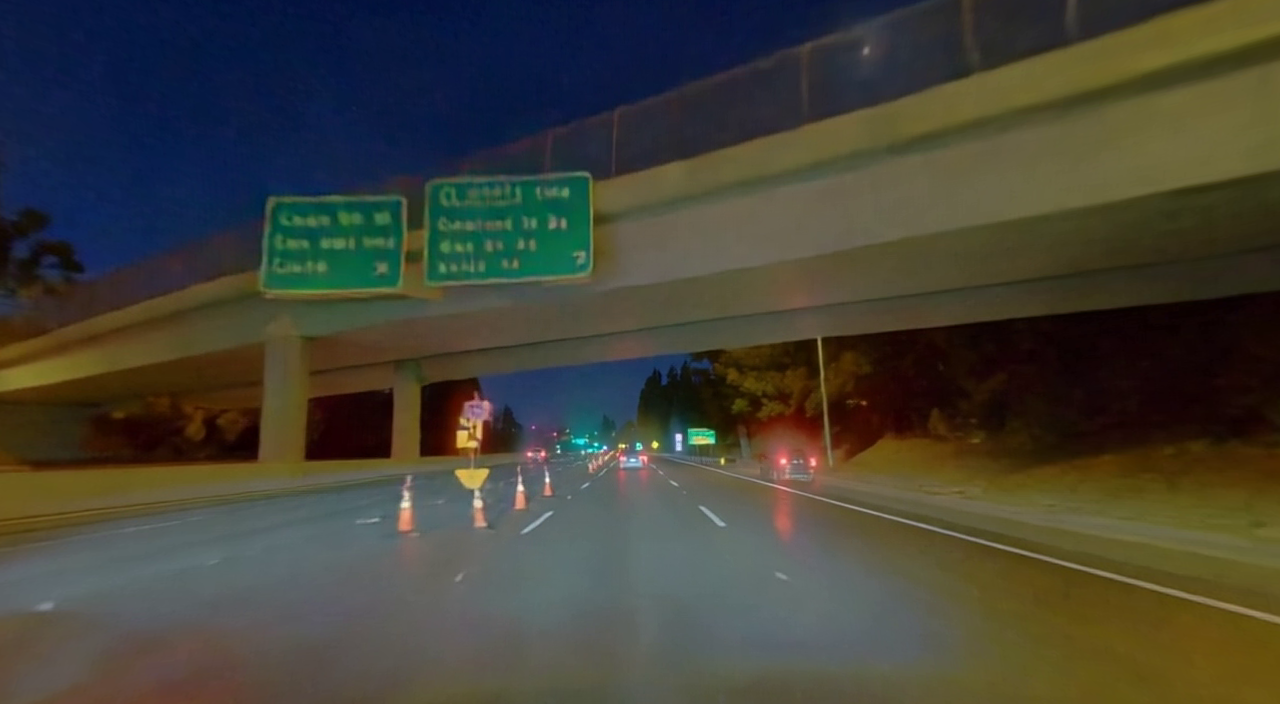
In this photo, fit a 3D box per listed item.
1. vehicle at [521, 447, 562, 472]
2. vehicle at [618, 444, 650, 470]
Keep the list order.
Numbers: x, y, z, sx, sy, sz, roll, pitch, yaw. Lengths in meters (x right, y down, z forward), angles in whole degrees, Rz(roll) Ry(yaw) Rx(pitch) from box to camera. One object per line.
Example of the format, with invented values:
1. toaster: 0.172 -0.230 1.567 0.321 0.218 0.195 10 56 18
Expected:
1. vehicle: -6.286 6.938 40.935 1.997 1.507 4.248 0 -9 0
2. vehicle: -0.422 7.095 42.776 2.109 1.638 3.856 0 -9 -1
